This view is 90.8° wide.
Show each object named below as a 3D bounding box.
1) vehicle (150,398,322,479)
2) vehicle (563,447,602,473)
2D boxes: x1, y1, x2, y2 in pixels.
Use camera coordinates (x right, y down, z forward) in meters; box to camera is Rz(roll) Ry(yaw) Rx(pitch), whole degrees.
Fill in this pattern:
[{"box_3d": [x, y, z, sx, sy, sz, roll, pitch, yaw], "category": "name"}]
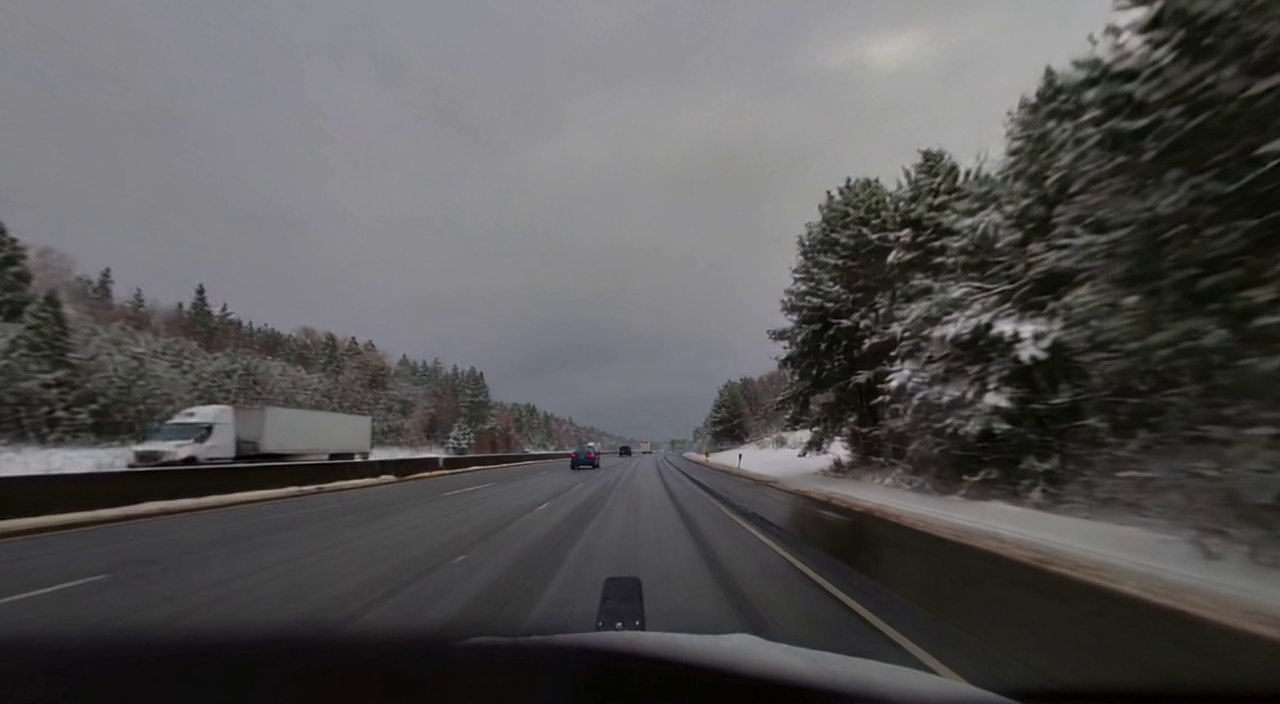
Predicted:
[{"box_3d": [-23.116, 5.200, 37.254, 2.975, 4.087, 10.601, 0, -9, 1], "category": "vehicle"}, {"box_3d": [-3.342, 6.359, 37.377, 1.858, 1.459, 4.091, 0, -9, 1], "category": "vehicle"}]
